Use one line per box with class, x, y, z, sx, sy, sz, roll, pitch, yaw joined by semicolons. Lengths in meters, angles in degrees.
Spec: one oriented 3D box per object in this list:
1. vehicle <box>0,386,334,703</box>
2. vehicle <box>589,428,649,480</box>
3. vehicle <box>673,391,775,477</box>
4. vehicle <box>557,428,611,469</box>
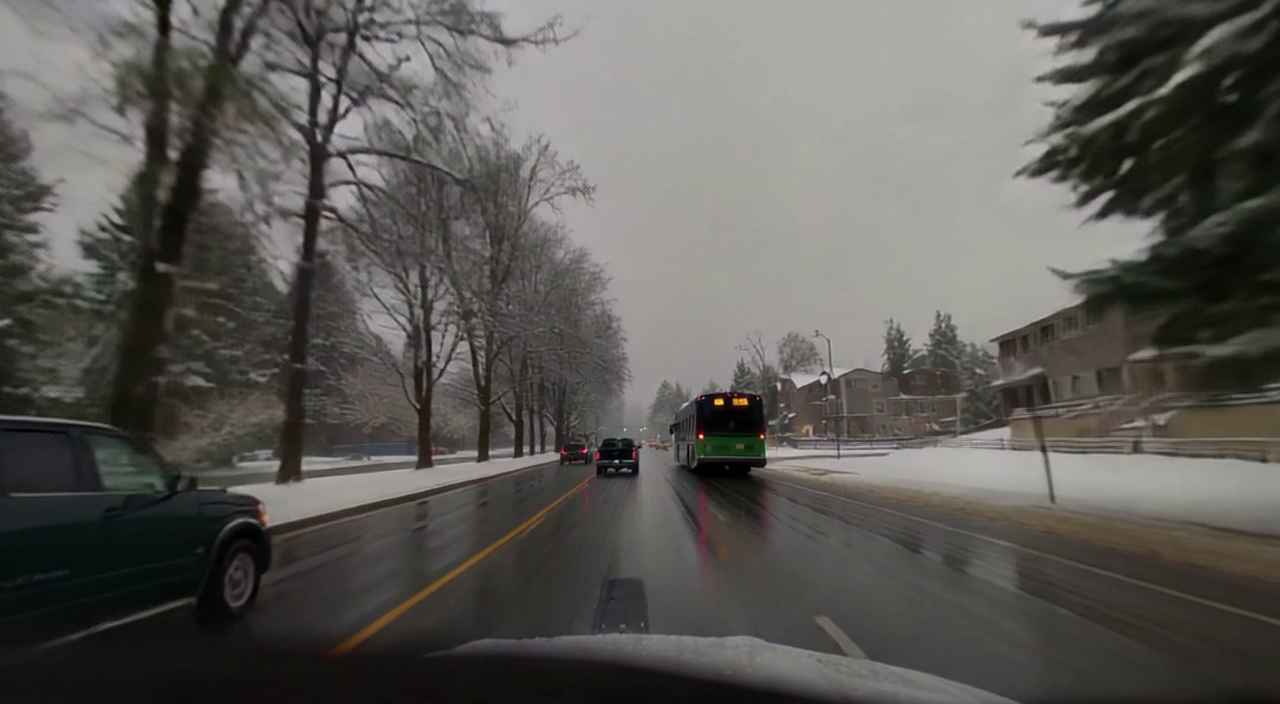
vehicle;-3.945;1.039;3.533;2.109;1.543;4.535;0;-8;1
vehicle;-0.735;4.069;25.429;2.074;1.849;5.137;-1;-8;2
vehicle;3.518;4.026;30.212;3.059;3.264;12.623;0;-8;0
vehicle;-3.059;5.428;35.611;2.513;2.066;5.820;0;-8;0
